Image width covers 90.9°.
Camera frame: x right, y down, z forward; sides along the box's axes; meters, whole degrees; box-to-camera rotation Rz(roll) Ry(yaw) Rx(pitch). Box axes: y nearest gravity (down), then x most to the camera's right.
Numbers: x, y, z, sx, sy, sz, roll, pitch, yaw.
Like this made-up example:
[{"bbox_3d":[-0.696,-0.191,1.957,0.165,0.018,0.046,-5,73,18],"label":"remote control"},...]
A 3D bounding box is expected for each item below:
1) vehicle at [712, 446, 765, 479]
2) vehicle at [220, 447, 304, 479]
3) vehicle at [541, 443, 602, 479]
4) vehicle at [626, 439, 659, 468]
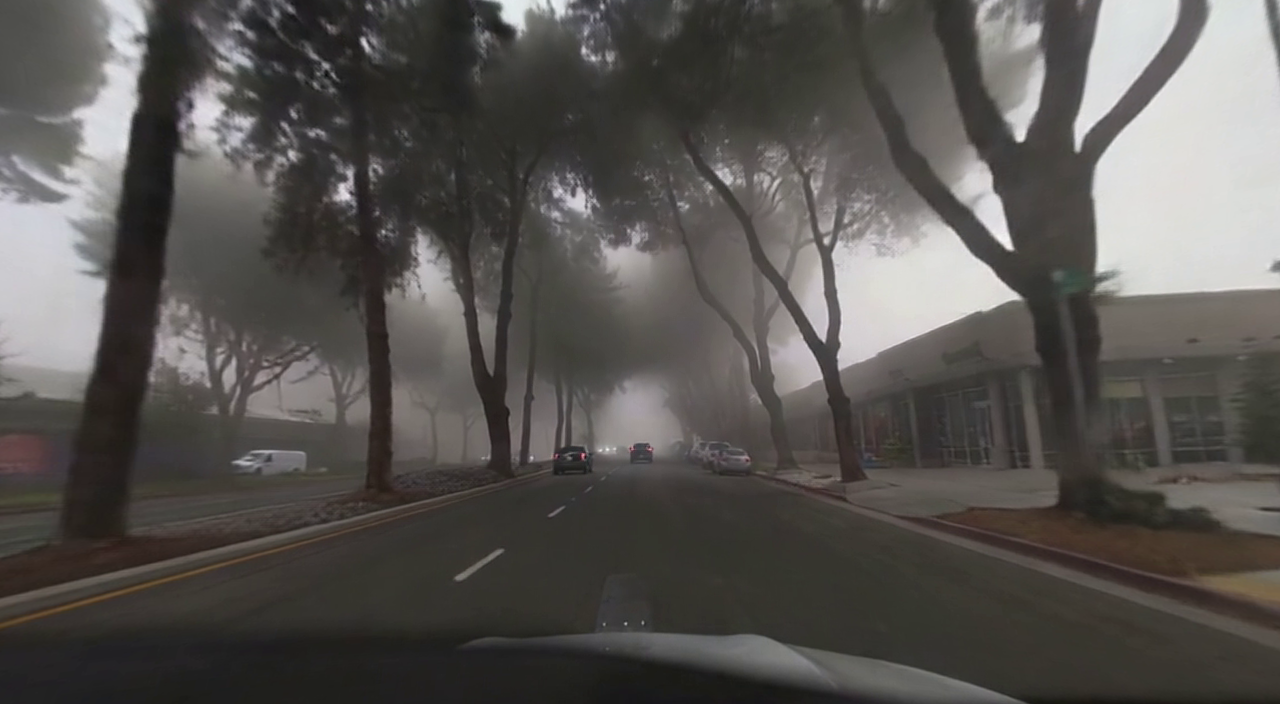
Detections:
[{"bbox_3d":[4.628,5.257,30.257,1.896,1.451,4.329,0,-9,0],"label":"vehicle"},{"bbox_3d":[-26.924,7.887,45.206,2.231,2.124,5.680,0,-9,4],"label":"vehicle"},{"bbox_3d":[-3.054,4.987,29.092,2.151,1.484,4.468,0,-9,2],"label":"vehicle"},{"bbox_3d":[0.192,6.653,41.303,2.075,1.770,4.018,0,-9,0],"label":"vehicle"}]
